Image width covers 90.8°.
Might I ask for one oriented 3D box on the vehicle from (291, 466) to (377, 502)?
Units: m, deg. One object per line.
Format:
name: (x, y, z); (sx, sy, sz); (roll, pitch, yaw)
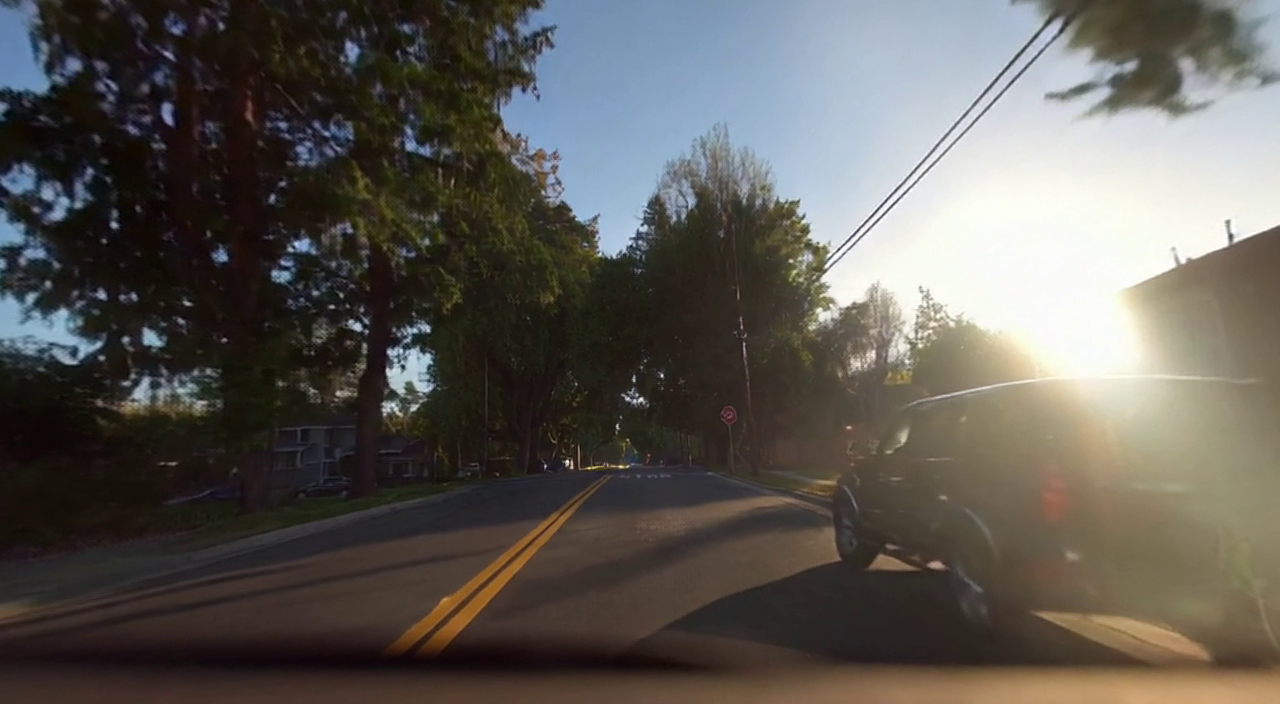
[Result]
vehicle: (-18.527, 7.979, 38.242); (4.274, 1.626, 2.093); (-7, -9, 10)

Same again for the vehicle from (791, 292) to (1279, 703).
vehicle: (2.693, 1.013, 4.539); (2.109, 1.875, 4.488); (-1, -8, 1)
